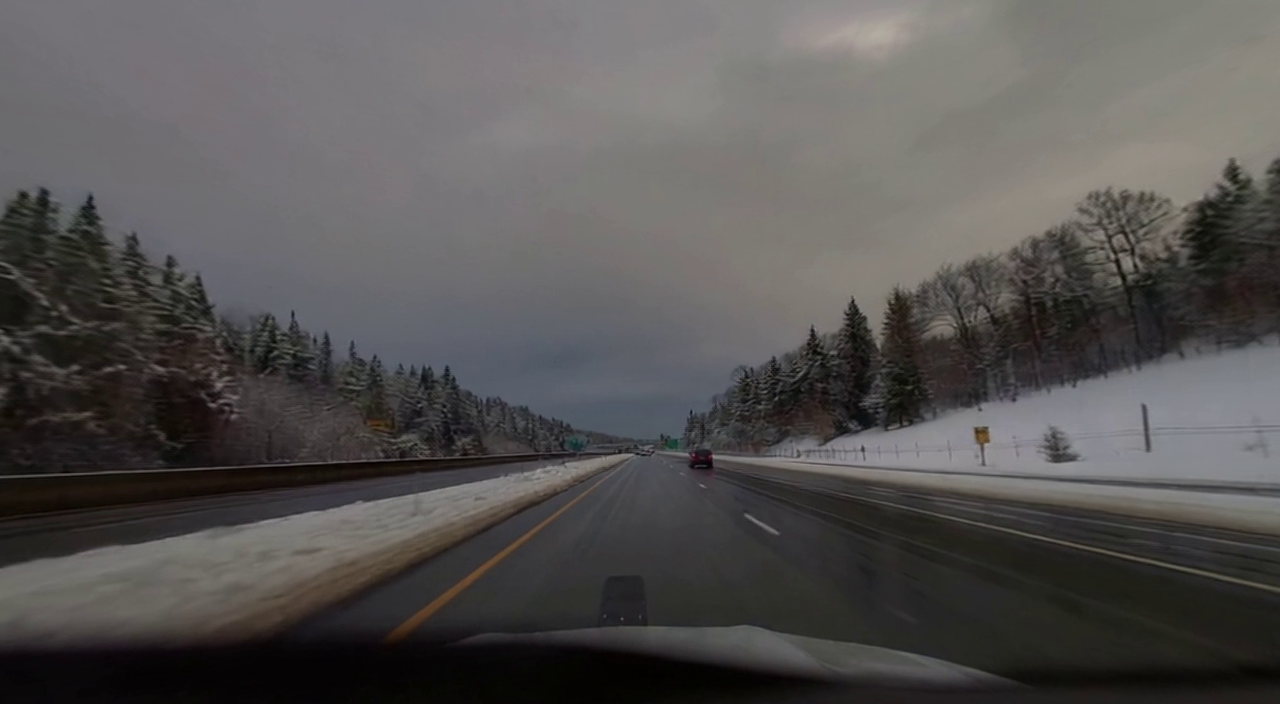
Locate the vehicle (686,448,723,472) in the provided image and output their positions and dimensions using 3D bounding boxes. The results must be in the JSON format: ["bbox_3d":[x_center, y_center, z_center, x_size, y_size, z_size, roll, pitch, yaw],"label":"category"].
[{"bbox_3d":[4.330,7.333,43.009,1.984,1.481,4.376,0,-9,0],"label":"vehicle"}]
